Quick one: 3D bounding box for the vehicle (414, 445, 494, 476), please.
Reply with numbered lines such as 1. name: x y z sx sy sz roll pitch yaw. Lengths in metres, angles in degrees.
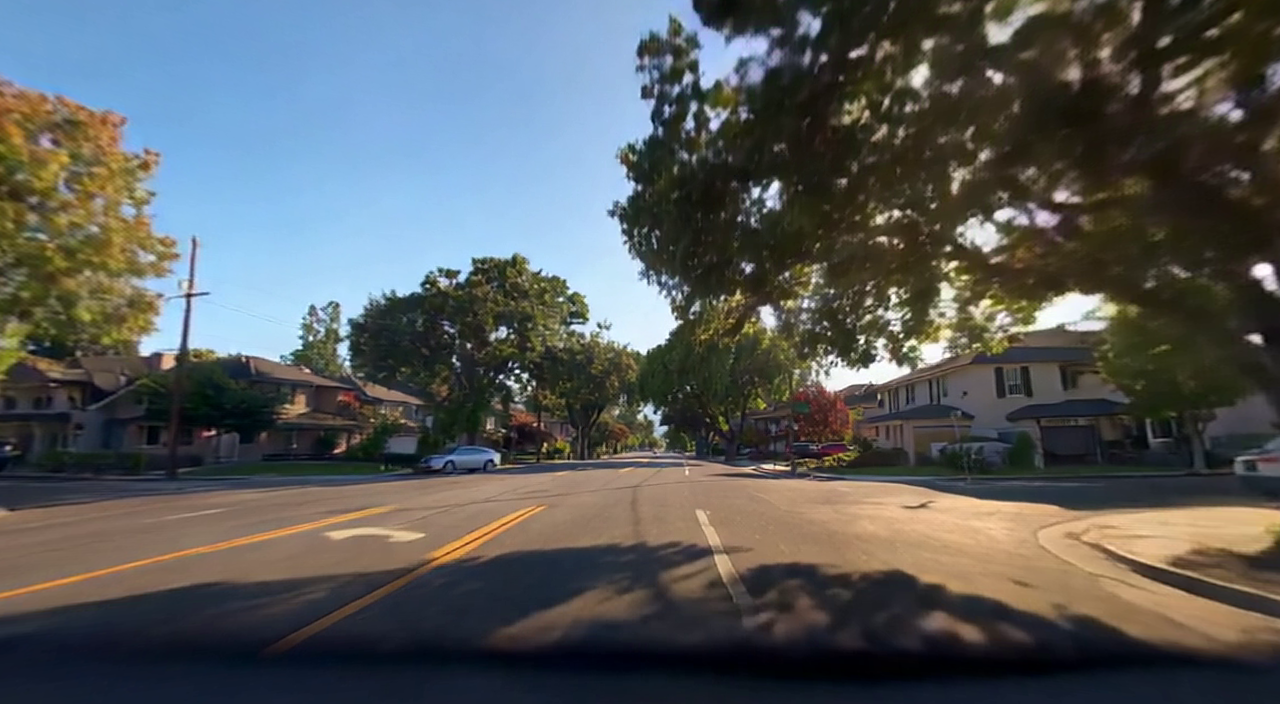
1. vehicle: -10.510 6.126 36.072 2.064 1.596 4.716 -3 -9 17
